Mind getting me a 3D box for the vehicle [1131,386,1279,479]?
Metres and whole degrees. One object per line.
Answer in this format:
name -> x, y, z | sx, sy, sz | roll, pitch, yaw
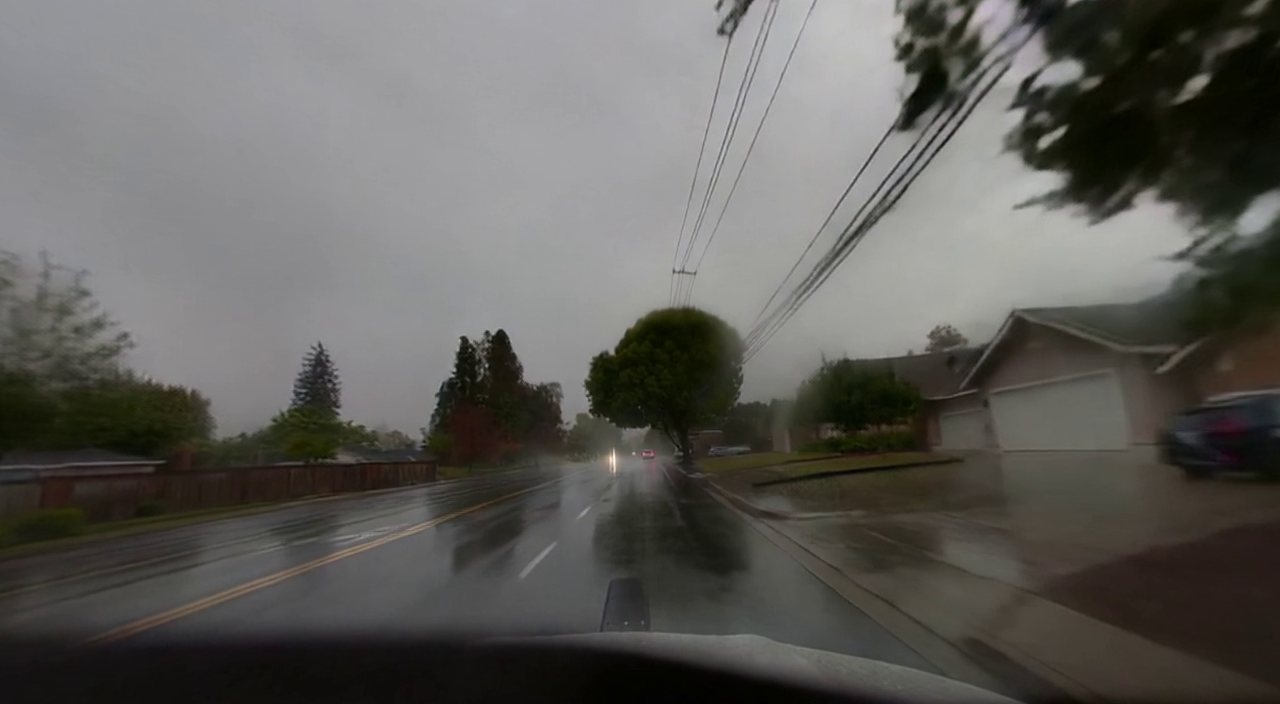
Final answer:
vehicle -> 11.427, 1.407, 11.096 | 3.992, 1.486, 1.727 | -1, -9, 1
